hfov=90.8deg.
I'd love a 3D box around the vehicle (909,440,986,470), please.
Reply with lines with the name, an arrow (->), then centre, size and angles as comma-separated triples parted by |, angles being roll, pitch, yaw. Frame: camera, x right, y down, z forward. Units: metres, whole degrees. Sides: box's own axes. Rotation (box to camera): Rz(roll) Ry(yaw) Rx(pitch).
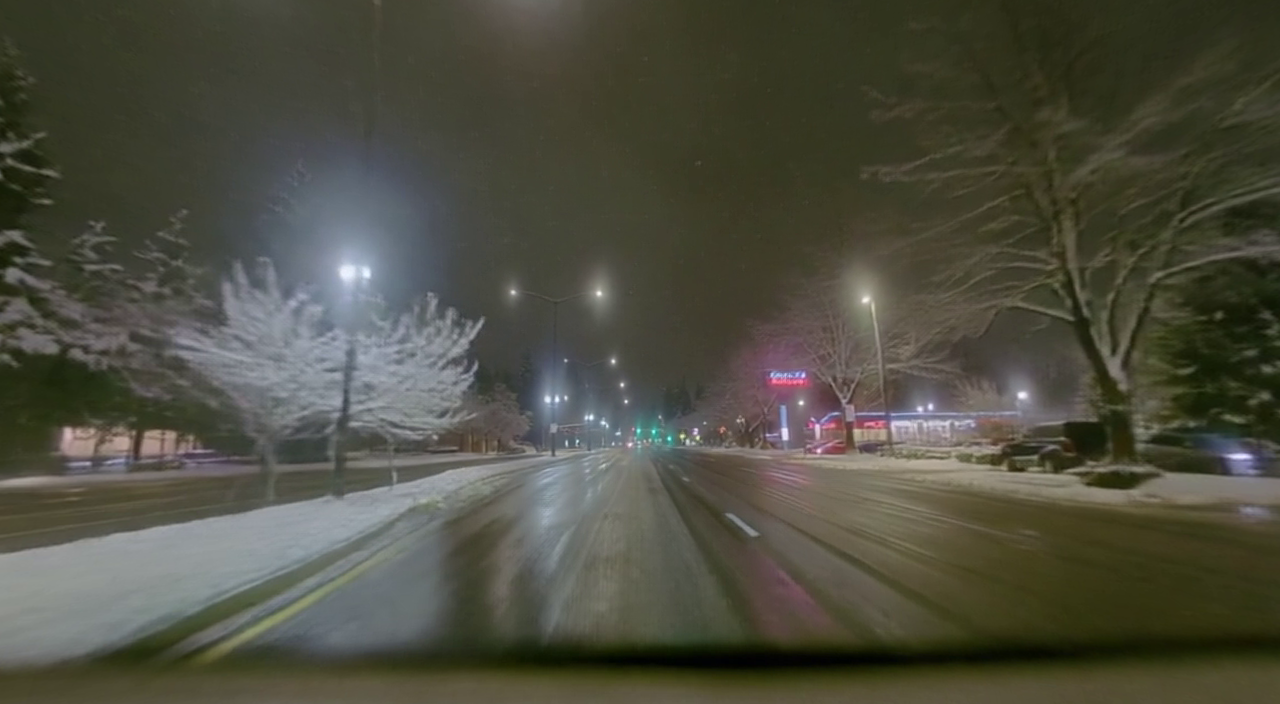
vehicle -> 16.449, 5.517, 34.088 | 1.880, 1.477, 4.556 | 0, -9, 1

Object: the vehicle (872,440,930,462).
vehicle -> 18.654, 7.125, 45.403 | 1.846, 1.466, 4.679 | 1, -9, -4

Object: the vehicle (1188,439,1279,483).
vehicle -> 22.673, 3.857, 22.561 | 1.791, 1.458, 4.316 | 0, -9, -12

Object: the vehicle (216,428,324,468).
vehicle -> -28.248, 7.377, 48.448 | 6.354, 2.899, 2.812 | 0, -9, 0

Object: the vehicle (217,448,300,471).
vehicle -> -27.504, 7.766, 45.651 | 4.564, 1.494, 2.183 | -1, -10, -2

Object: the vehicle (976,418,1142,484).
vehicle -> 14.947, 3.611, 23.080 | 2.235, 2.016, 5.481 | -2, -9, 0
